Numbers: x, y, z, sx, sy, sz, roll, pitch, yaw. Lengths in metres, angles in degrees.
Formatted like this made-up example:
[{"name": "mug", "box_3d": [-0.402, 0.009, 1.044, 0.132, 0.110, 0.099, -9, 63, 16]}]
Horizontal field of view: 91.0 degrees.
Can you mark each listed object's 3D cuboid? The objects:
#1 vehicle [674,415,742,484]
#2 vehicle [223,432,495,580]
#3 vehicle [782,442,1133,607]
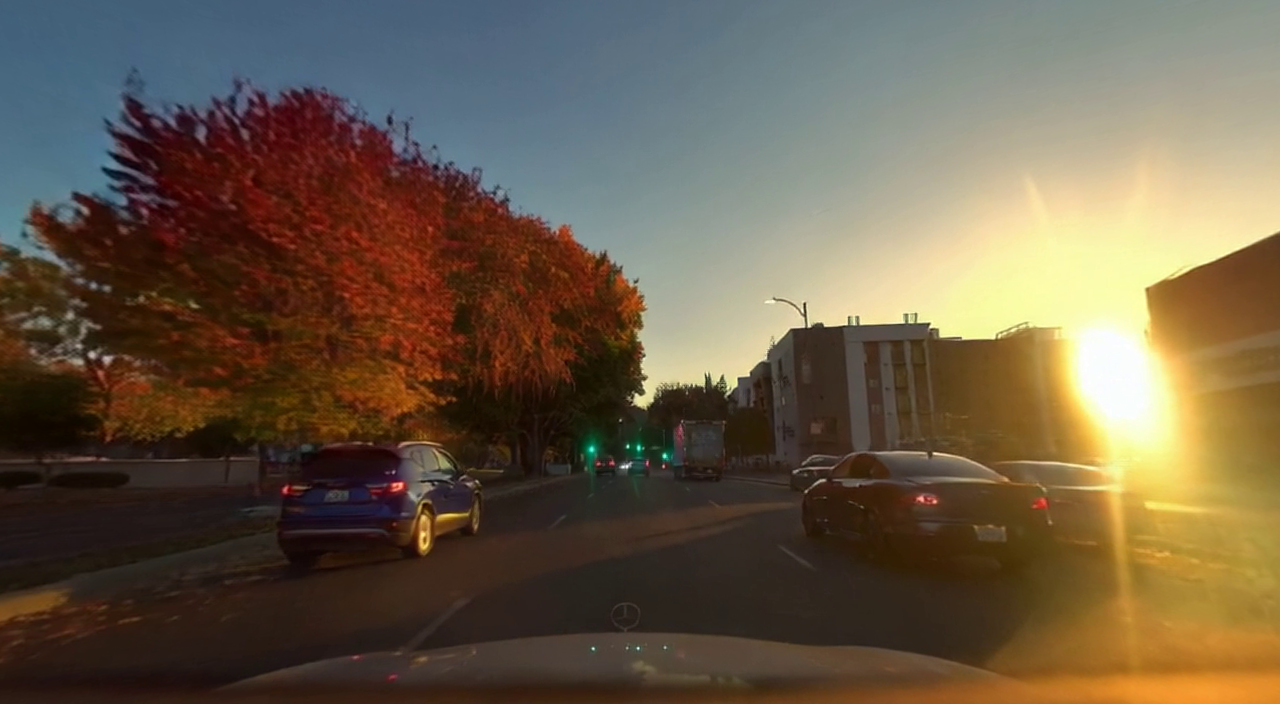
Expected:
[{"name": "vehicle", "box_3d": [3.918, 6.042, 39.150, 3.003, 3.680, 10.684, 0, -9, 0]}, {"name": "vehicle", "box_3d": [-3.500, 1.976, 8.959, 1.751, 1.540, 4.481, 0, -9, 1]}, {"name": "vehicle", "box_3d": [3.416, 1.929, 8.180, 1.915, 1.449, 4.970, 0, -9, -1]}]
